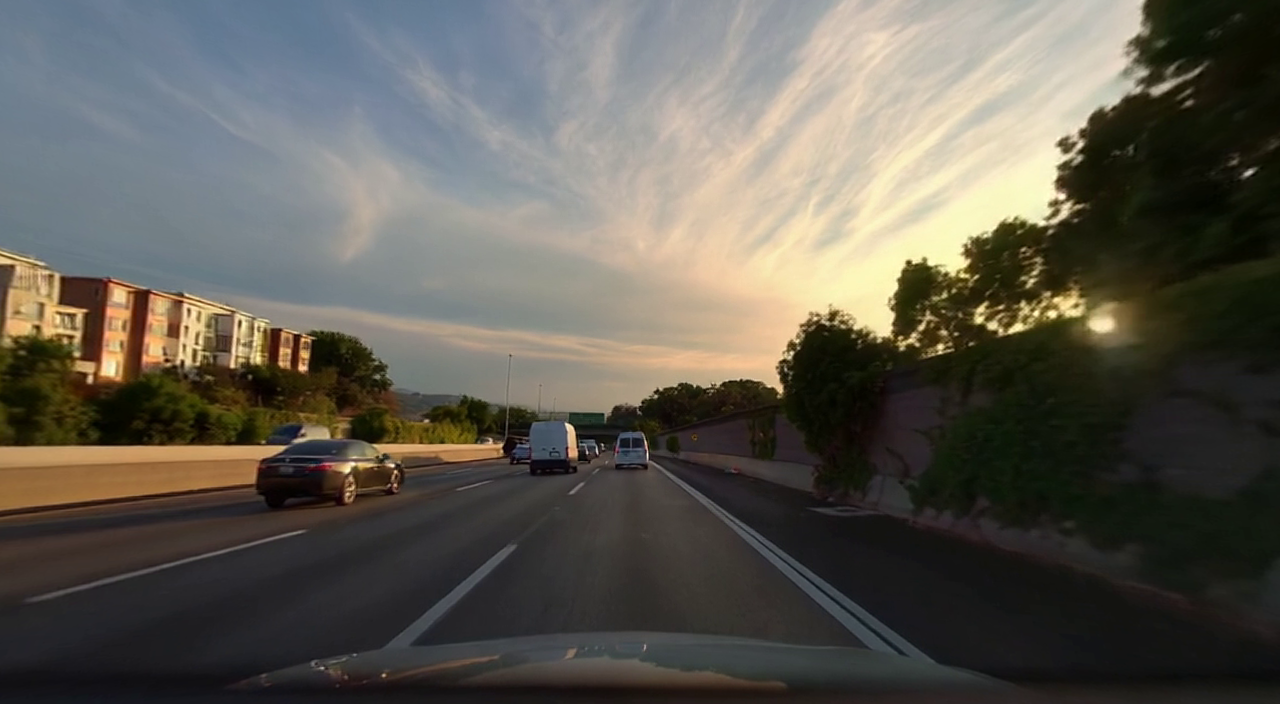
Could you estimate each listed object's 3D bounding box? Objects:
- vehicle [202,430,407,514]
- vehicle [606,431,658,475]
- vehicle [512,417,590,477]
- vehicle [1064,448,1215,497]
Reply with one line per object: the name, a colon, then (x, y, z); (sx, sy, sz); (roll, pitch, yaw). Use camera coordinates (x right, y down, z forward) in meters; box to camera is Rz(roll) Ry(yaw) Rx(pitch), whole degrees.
vehicle: (-6.947, 2.533, 13.748); (1.959, 1.493, 4.575); (0, -9, 0)
vehicle: (-0.351, 4.584, 28.738); (2.207, 1.807, 4.199); (0, -9, 0)
vehicle: (-3.665, 4.105, 27.291); (2.504, 2.276, 5.933); (0, -9, 0)
vehicle: (21.185, 5.073, 27.099); (2.083, 1.873, 5.209); (0, -9, -1)
